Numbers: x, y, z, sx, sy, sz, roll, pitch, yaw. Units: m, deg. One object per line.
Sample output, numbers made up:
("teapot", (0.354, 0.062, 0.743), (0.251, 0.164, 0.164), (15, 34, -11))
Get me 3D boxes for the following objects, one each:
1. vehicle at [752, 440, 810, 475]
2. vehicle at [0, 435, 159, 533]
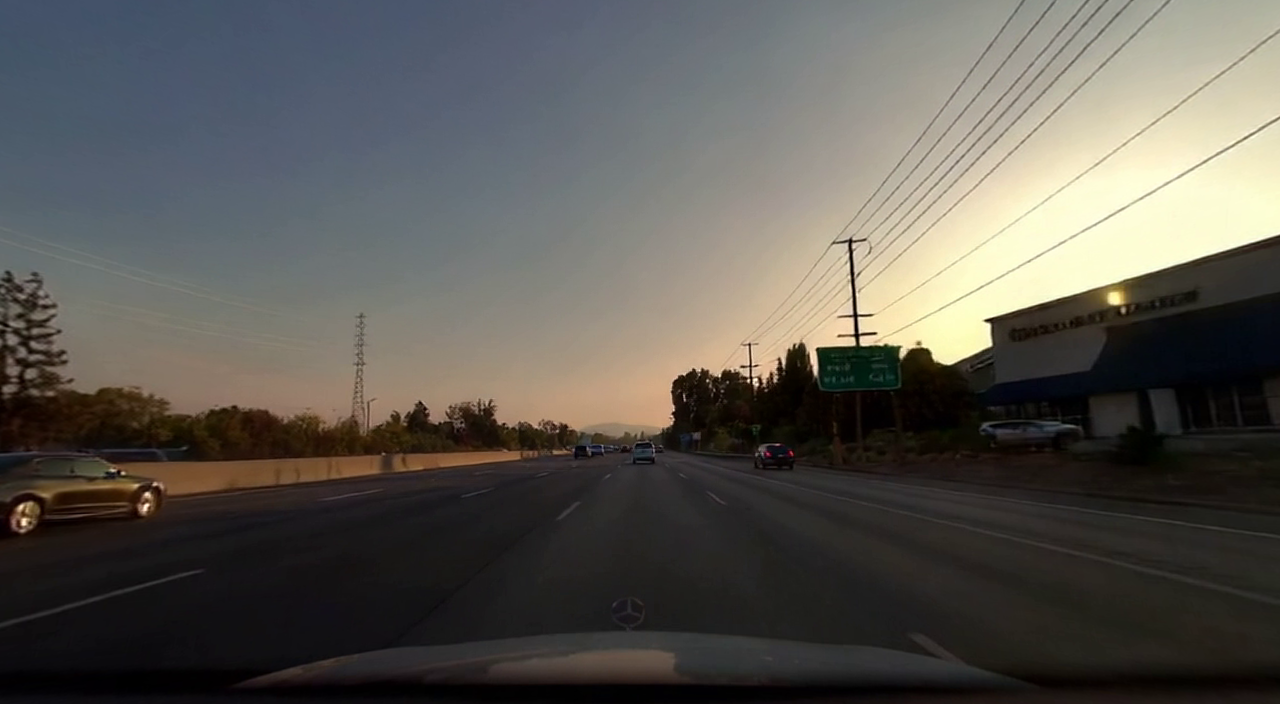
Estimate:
("vehicle", (7.294, 5.495, 33.038), (1.937, 1.698, 4.322), (0, -8, -2))
("vehicle", (-10.935, 2.212, 10.851), (1.931, 1.515, 4.192), (0, -8, 1))
